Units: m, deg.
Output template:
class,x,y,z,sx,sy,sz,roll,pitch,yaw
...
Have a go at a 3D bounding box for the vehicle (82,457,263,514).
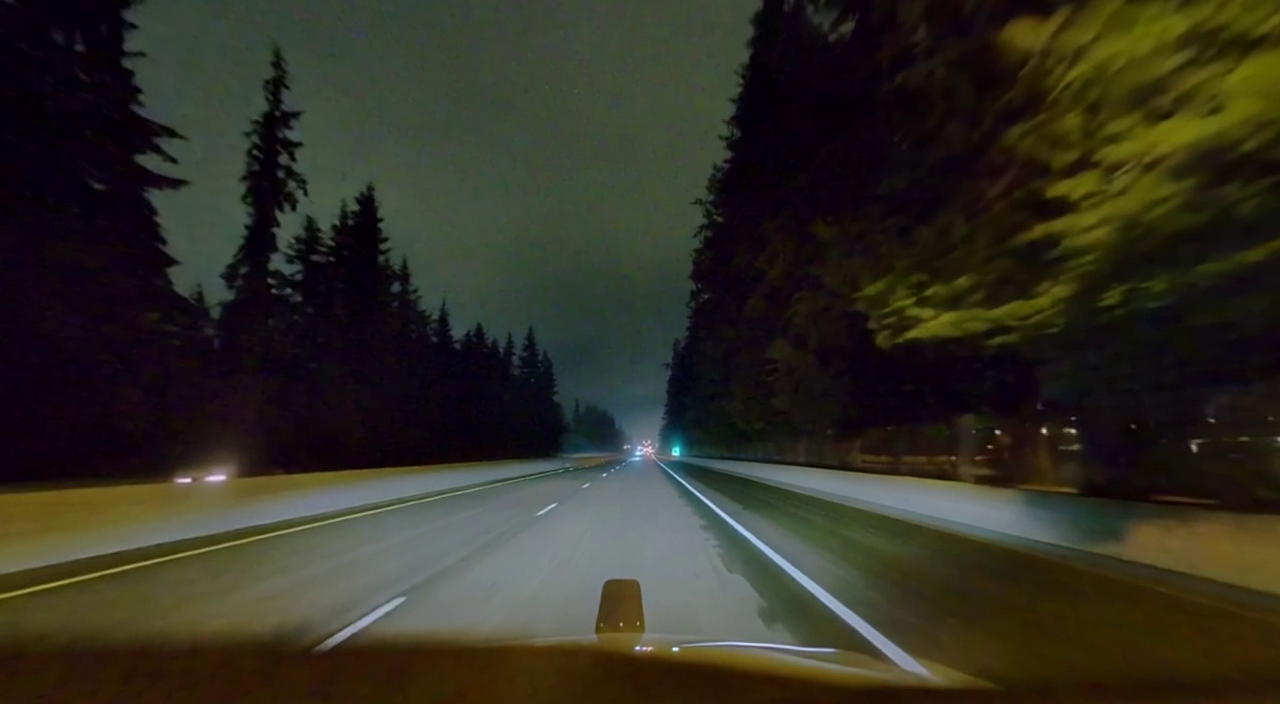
class,x,y,z,sx,sy,sz,roll,pitch,yaw
vehicle,-13.741,3.915,18.982,1.972,1.465,4.493,0,-9,0
